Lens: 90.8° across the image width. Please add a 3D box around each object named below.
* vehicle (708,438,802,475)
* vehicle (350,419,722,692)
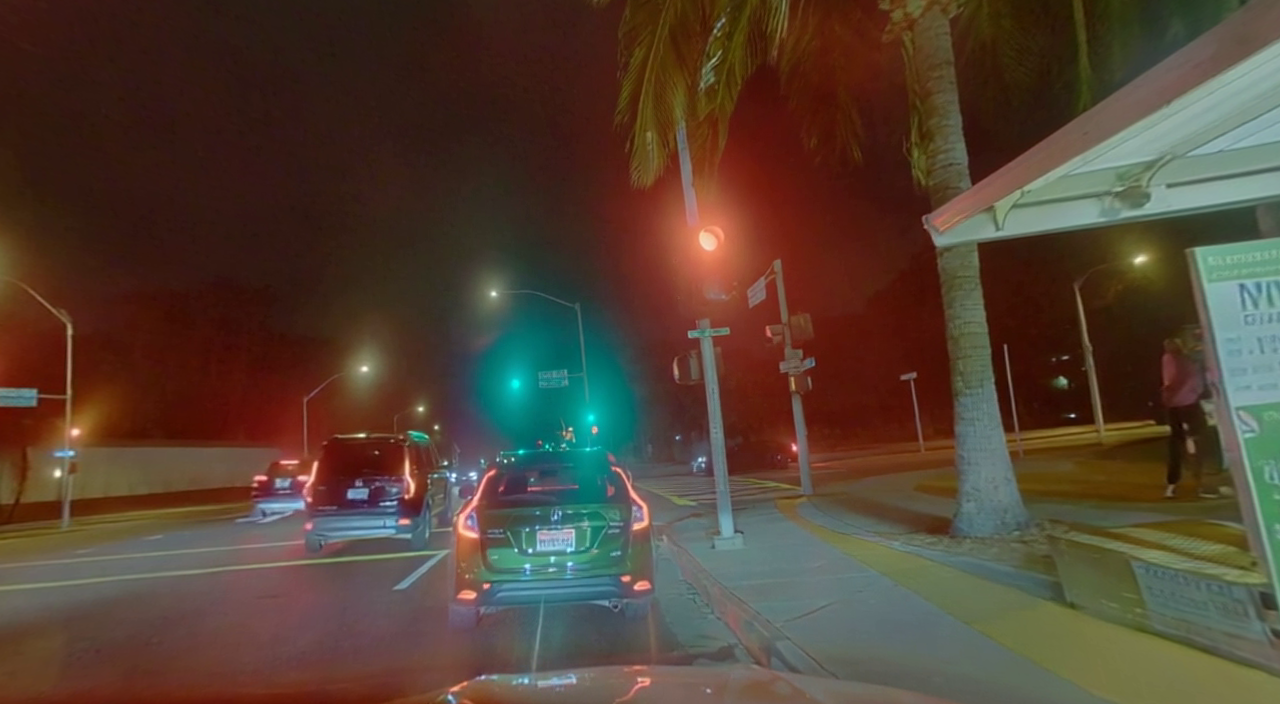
[{"bbox_3d":[5.541,5.080,30.761,3.987,1.636,1.903,1,-10,-14],"label":"vehicle"},{"bbox_3d":[-0.844,1.445,5.759,2.065,1.467,4.289,1,-9,-8],"label":"vehicle"}]
